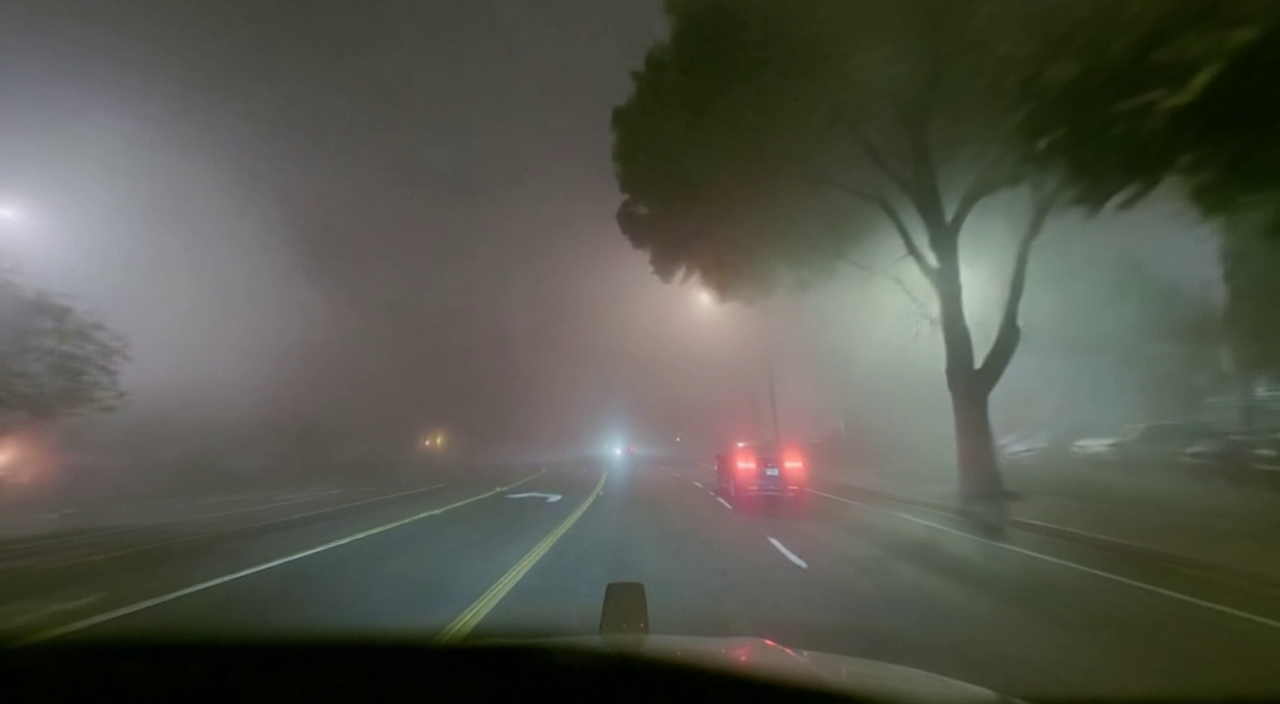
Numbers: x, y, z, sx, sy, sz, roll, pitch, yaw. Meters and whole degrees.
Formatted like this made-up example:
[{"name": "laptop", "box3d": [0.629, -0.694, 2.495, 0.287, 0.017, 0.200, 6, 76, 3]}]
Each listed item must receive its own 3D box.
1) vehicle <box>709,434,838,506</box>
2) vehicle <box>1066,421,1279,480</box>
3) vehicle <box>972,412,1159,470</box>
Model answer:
[{"name": "vehicle", "box3d": [3.043, 2.796, 15.438, 2.134, 1.476, 4.327, 0, -8, -1]}, {"name": "vehicle", "box3d": [13.993, 2.547, 16.351, 4.344, 1.387, 2.053, -1, -8, 1]}, {"name": "vehicle", "box3d": [14.342, 3.038, 21.479, 4.788, 1.815, 2.114, 0, -8, -1]}]
